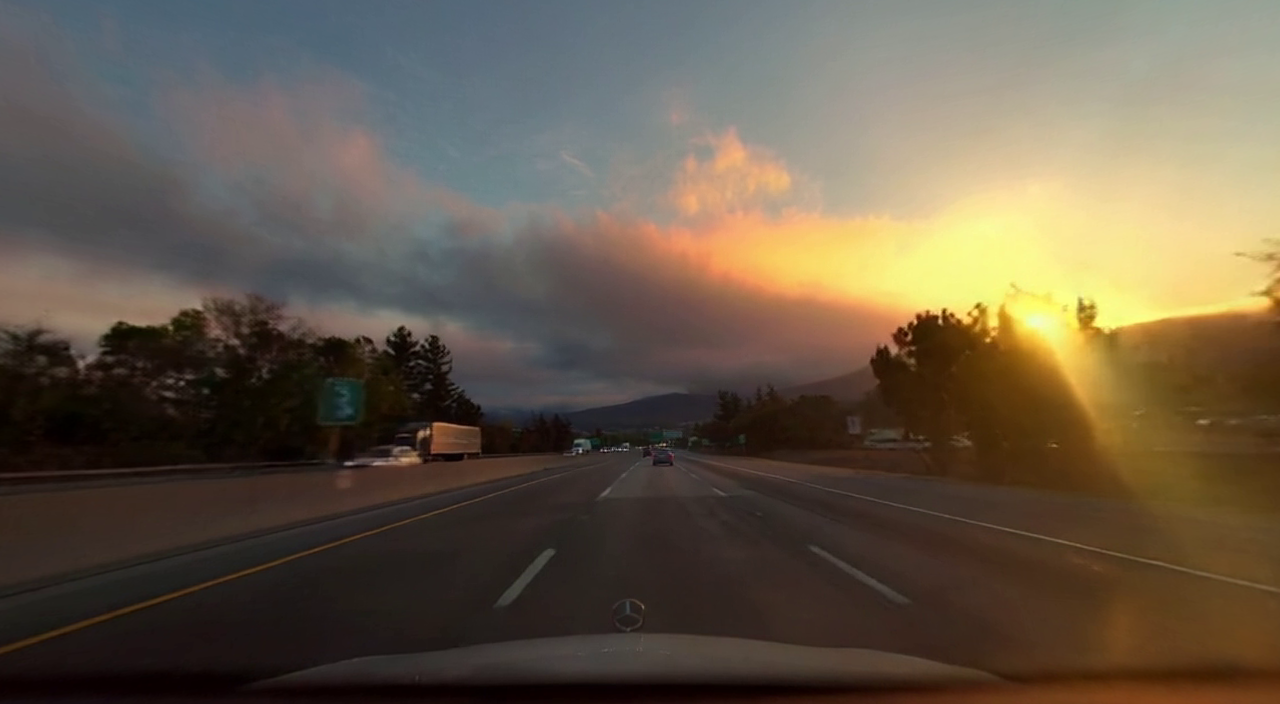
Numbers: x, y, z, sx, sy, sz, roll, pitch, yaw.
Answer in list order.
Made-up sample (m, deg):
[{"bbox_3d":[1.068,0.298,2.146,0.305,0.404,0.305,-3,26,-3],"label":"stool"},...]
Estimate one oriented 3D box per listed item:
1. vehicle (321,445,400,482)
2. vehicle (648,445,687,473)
[{"bbox_3d":[-14.541,5.809,33.067,1.893,1.797,4.648,0,-9,1],"label":"vehicle"},{"bbox_3d":[1.674,6.717,39.619,2.231,1.652,4.503,0,-9,0],"label":"vehicle"}]
